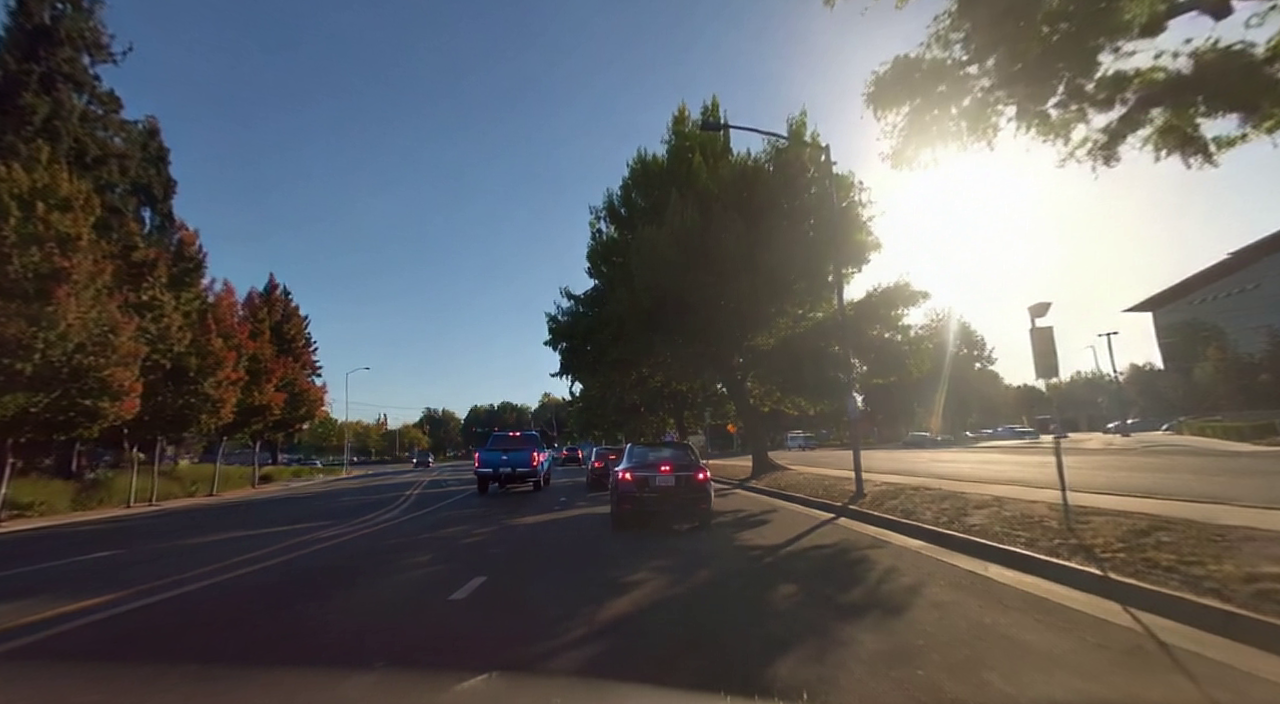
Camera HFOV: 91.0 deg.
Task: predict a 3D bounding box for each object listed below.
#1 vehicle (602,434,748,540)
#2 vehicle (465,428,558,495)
[{"bbox_3d":[0.397,2.301,11.399,2.142,1.528,4.133,0,-9,-4],"label":"vehicle"},{"bbox_3d":[-4.222,3.720,21.765,2.512,1.992,5.725,1,-9,-6],"label":"vehicle"}]
